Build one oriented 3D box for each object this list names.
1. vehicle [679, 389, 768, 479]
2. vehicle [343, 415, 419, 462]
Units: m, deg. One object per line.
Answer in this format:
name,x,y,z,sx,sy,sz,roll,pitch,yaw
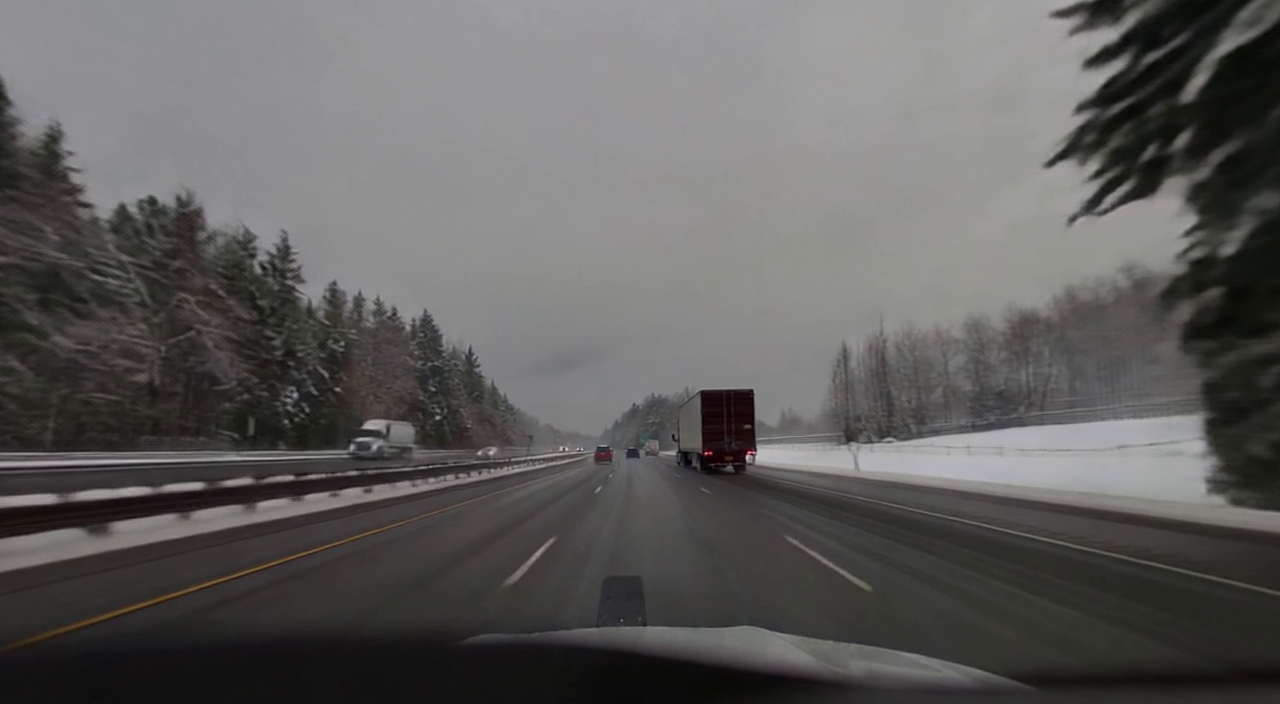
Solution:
vehicle,4.147,4.701,34.892,2.950,4.033,13.276,0,-9,-1
vehicle,-19.724,6.722,48.511,2.679,3.356,7.493,0,-9,0
